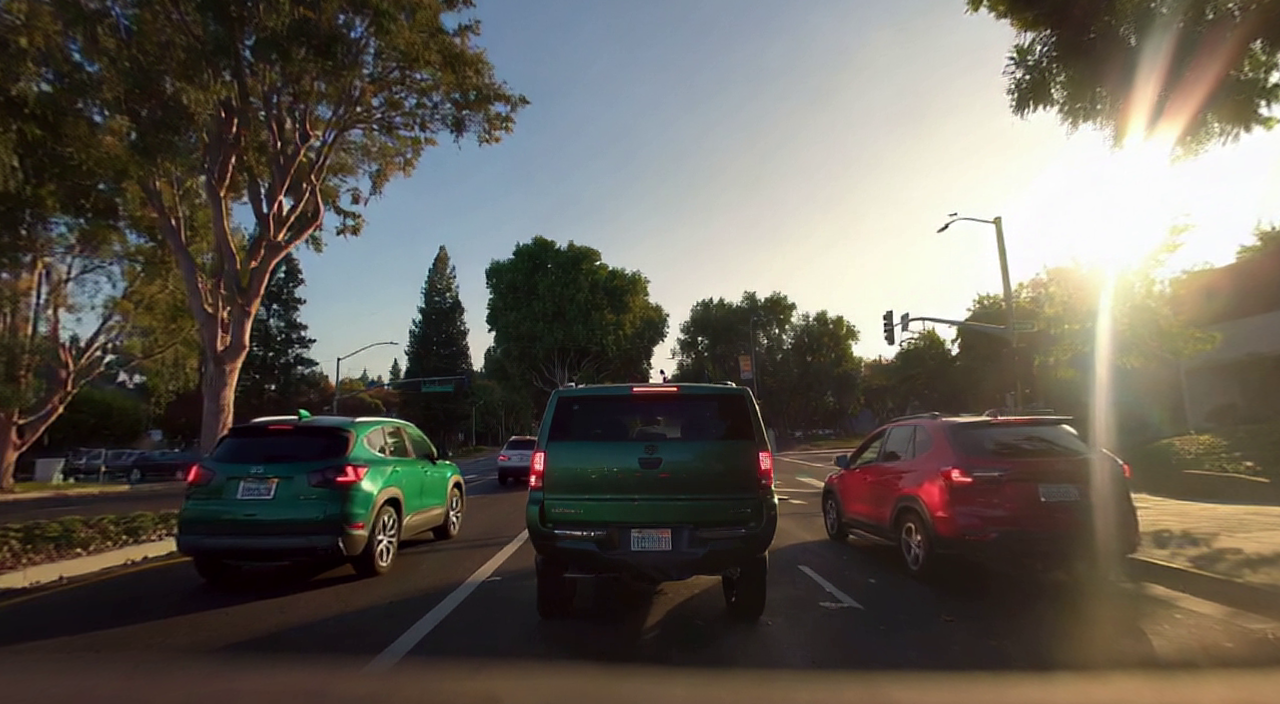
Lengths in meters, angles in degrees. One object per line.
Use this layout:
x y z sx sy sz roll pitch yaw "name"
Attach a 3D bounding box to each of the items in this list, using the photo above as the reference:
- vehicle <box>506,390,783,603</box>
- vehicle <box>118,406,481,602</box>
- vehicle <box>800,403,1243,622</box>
0.017 1.488 7.252 2.294 1.761 3.857 0 -9 -1 "vehicle"
-3.378 1.579 7.400 1.961 1.639 4.064 0 -9 0 "vehicle"
3.475 1.552 7.055 2.202 1.657 4.298 0 -9 -1 "vehicle"
